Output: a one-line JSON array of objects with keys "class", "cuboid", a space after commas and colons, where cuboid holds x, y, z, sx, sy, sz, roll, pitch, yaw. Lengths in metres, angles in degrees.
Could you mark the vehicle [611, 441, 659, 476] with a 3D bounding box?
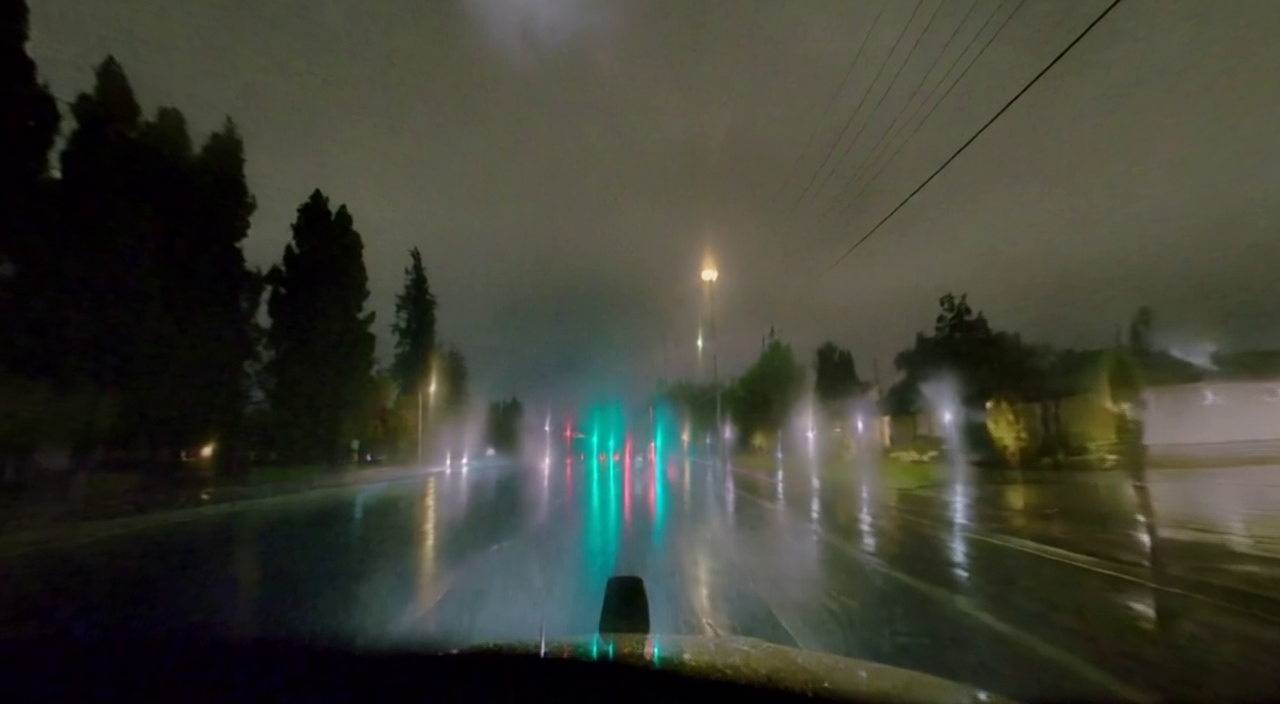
[{"class": "vehicle", "cuboid": [-0.207, 4.821, 28.664, 2.009, 1.456, 4.003, -1, -9, 0]}]
